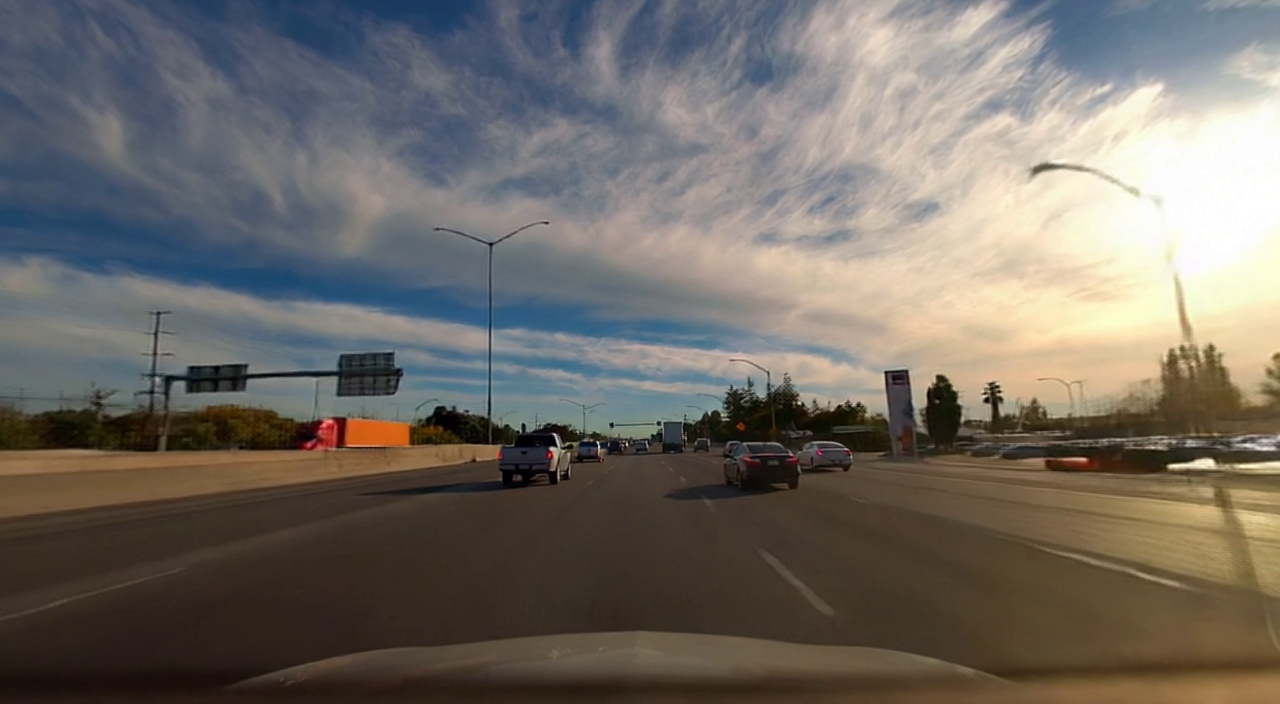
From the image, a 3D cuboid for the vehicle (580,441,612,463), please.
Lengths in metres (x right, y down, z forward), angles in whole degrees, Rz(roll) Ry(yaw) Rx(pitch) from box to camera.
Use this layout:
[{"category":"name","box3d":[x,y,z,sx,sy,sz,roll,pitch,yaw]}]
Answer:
[{"category":"vehicle","box3d":[-3.107,7.106,44.906,1.929,1.521,4.097,0,-9,1]}]

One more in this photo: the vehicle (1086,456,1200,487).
[{"category":"vehicle","box3d":[29.786,7.065,37.440,4.811,1.723,2.138,0,-9,4]}]

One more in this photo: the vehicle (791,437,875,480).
[{"category":"vehicle","box3d":[7.758,4.329,25.733,2.075,1.587,3.947,0,-9,-1]}]

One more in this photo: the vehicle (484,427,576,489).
[{"category":"vehicle","box3d":[-3.457,3.437,20.731,2.130,1.799,4.583,0,-9,1]}]

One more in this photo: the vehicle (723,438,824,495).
[{"category":"vehicle","box3d":[3.820,3.363,18.878,1.980,1.501,4.433,0,-9,-1]}]

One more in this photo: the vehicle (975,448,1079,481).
[{"category":"vehicle","box3d":[28.006,8.144,45.763,5.755,2.190,2.484,-2,-9,2]}]
